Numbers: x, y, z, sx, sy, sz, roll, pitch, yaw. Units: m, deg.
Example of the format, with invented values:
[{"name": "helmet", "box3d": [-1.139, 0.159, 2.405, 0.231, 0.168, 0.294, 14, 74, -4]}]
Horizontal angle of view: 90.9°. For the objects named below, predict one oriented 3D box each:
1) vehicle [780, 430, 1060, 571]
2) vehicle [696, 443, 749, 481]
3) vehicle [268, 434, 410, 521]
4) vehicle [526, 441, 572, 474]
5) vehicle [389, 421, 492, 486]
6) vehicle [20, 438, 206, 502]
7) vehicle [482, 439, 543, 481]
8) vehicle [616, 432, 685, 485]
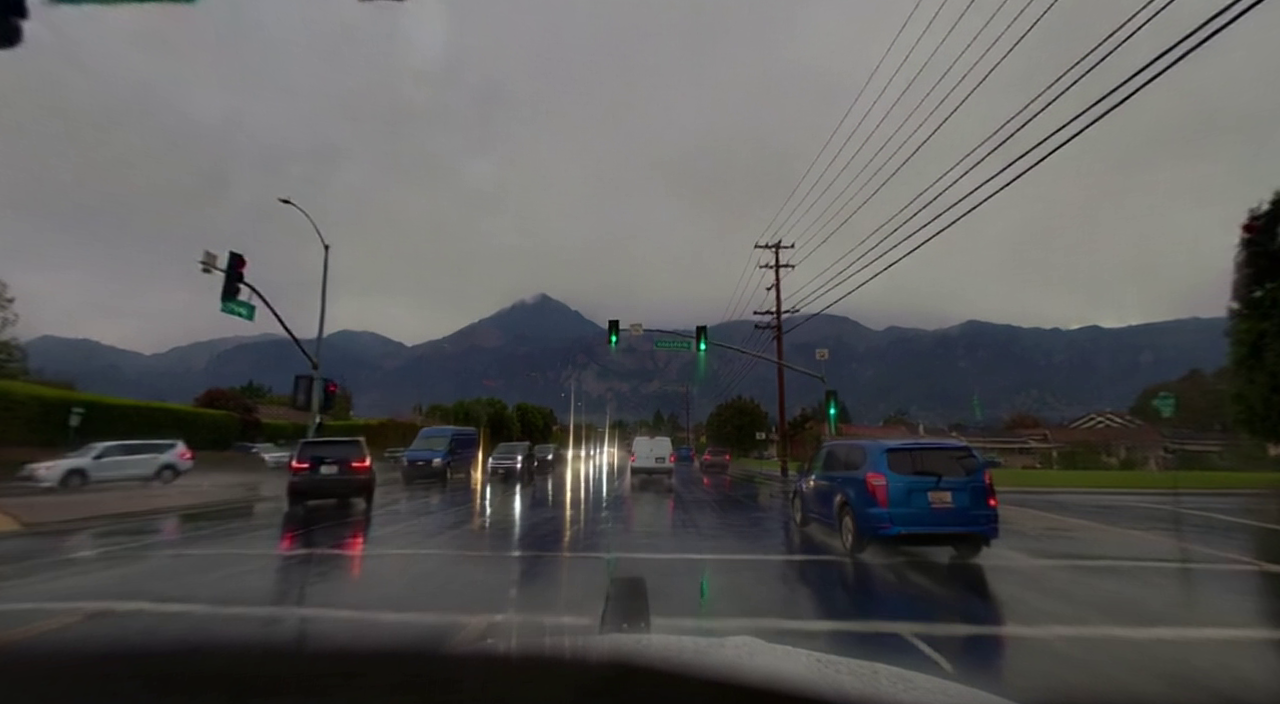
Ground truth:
[{"name": "vehicle", "box3d": [3.859, 2.114, 9.891, 2.155, 1.658, 4.721, 0, -8, -1]}, {"name": "vehicle", "box3d": [3.868, 5.216, 30.207, 1.957, 1.646, 4.355, 0, -8, 0]}, {"name": "vehicle", "box3d": [-7.405, 2.913, 15.271, 2.059, 1.749, 4.458, 7, -11, -38]}, {"name": "vehicle", "box3d": [-5.560, 6.510, 39.327, 1.993, 1.884, 5.481, 0, -8, 1]}, {"name": "vehicle", "box3d": [-9.177, 4.748, 29.806, 2.725, 2.710, 6.304, 0, -8, 0]}, {"name": "vehicle", "box3d": [-16.823, 3.727, 20.224, 4.530, 1.864, 1.999, -2, -9, 11]}, {"name": "vehicle", "box3d": [-5.916, 5.046, 29.792, 1.983, 1.801, 4.391, 0, -8, 0]}, {"name": "vehicle", "box3d": [0.406, 4.436, 26.616, 2.636, 2.011, 5.130, 0, -8, 0]}]
